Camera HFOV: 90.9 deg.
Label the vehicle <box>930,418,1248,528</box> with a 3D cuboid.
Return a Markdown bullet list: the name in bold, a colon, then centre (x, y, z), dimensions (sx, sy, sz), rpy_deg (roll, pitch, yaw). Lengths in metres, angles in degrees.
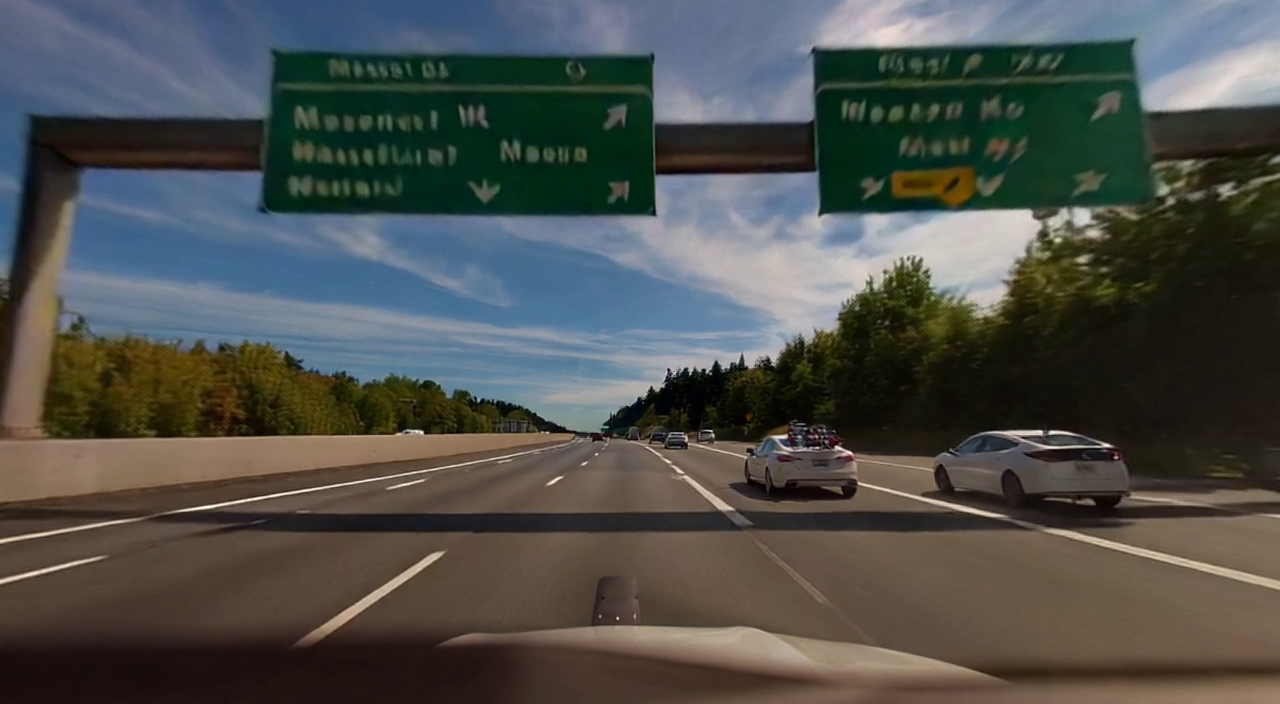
- **vehicle**: centre (7.323, 1.988, 11.134), dimensions (2.034, 1.511, 4.785), rpy_deg (0, -8, -1)

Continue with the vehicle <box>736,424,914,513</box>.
- **vehicle**: centre (3.413, 2.225, 12.712), dimensions (2.094, 1.441, 4.568), rpy_deg (0, -8, -2)
